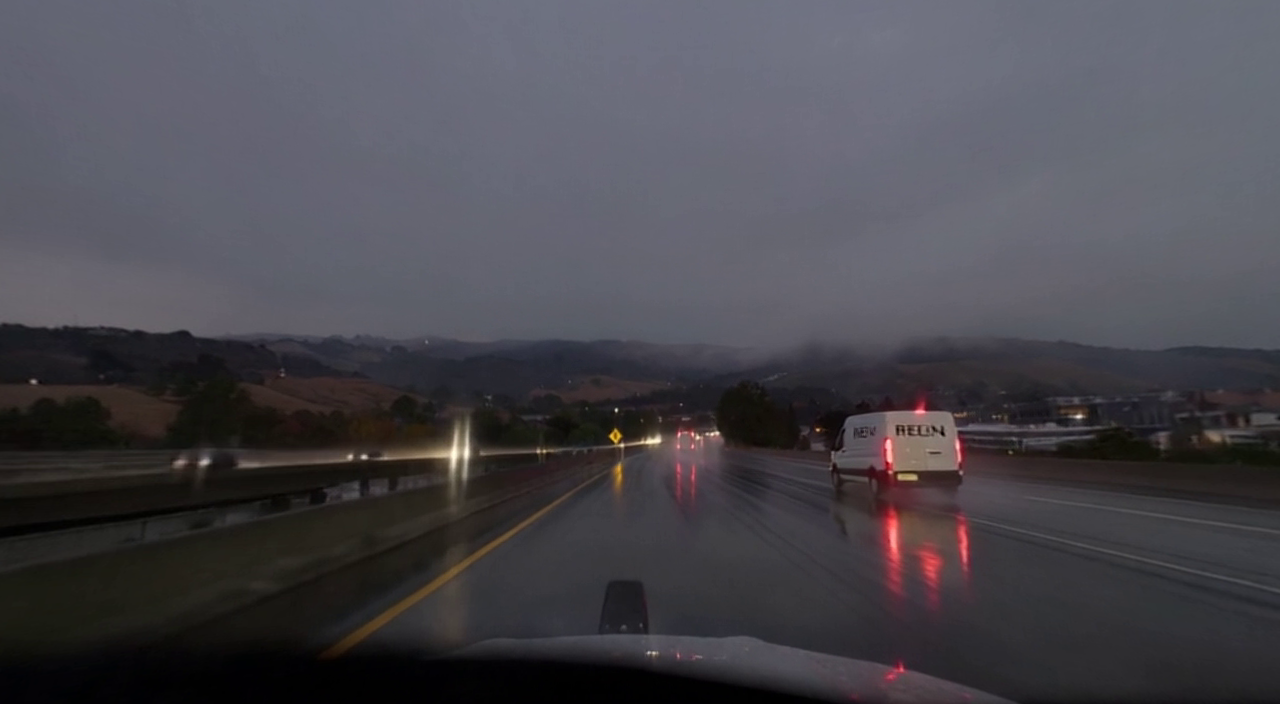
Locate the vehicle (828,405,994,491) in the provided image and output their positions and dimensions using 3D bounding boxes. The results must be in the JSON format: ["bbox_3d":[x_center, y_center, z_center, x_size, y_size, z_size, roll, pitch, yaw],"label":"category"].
[{"bbox_3d":[7.375,2.693,18.042,2.275,2.059,5.543,0,-8,0],"label":"vehicle"}]

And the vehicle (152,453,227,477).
[{"bbox_3d":[-31.708,7.945,44.561,1.785,1.472,4.603,0,-8,1],"label":"vehicle"}]
